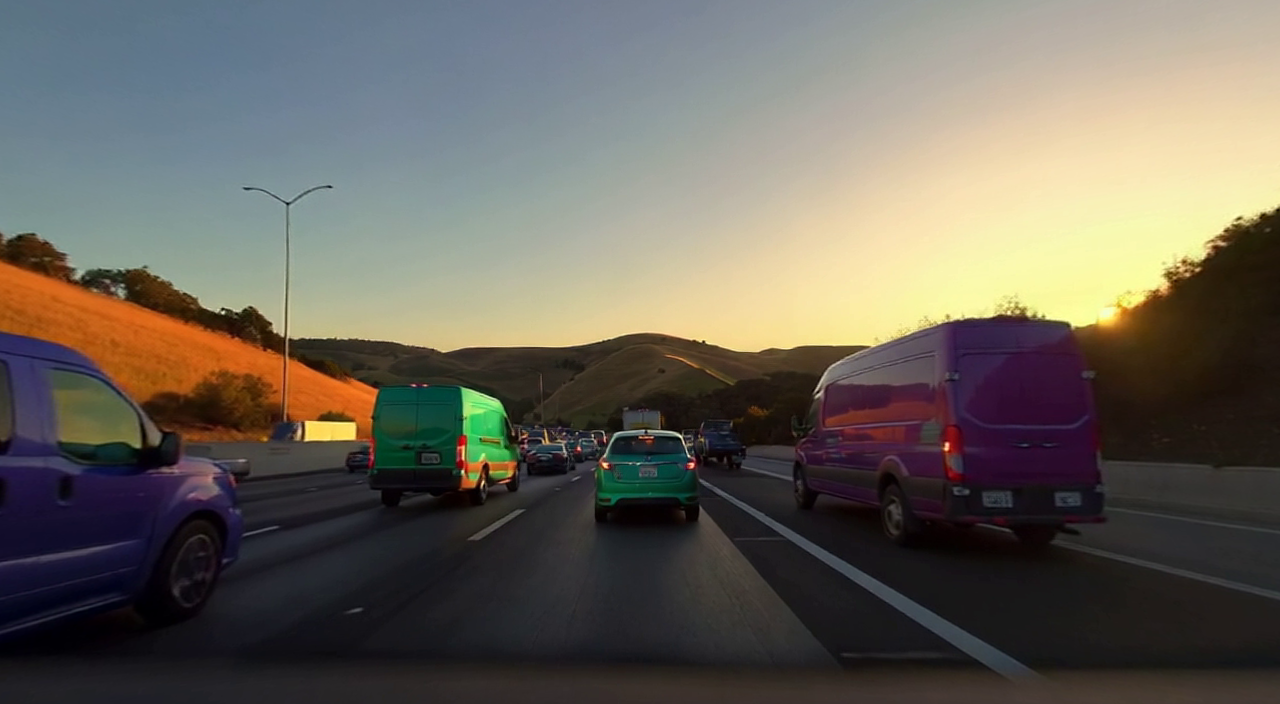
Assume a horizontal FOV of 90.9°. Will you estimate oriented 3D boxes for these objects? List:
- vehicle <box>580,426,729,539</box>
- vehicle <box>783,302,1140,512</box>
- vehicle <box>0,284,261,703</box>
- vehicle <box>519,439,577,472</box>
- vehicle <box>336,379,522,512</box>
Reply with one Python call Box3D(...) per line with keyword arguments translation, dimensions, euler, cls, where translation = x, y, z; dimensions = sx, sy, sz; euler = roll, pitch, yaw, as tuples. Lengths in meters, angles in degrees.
Box3D(translation=(0.153, 2.051, 10.506), dimensions=(2.003, 1.499, 3.930), euler=(0, -8, -1), cls="vehicle")
Box3D(translation=(7.226, 1.798, 17.288), dimensions=(2.977, 3.878, 11.111), euler=(0, -8, -6), cls="vehicle")
Box3D(translation=(-4.256, 0.622, 2.403), dimensions=(2.195, 2.086, 5.445), euler=(0, -8, 0), cls="vehicle")
Box3D(translation=(-4.298, 4.922, 30.231), dimensions=(2.007, 1.457, 4.447), euler=(-1, -8, 1), cls="vehicle")
Box3D(translation=(-4.561, 2.194, 14.923), dimensions=(2.300, 2.522, 5.701), euler=(-1, -8, 1), cls="vehicle")
